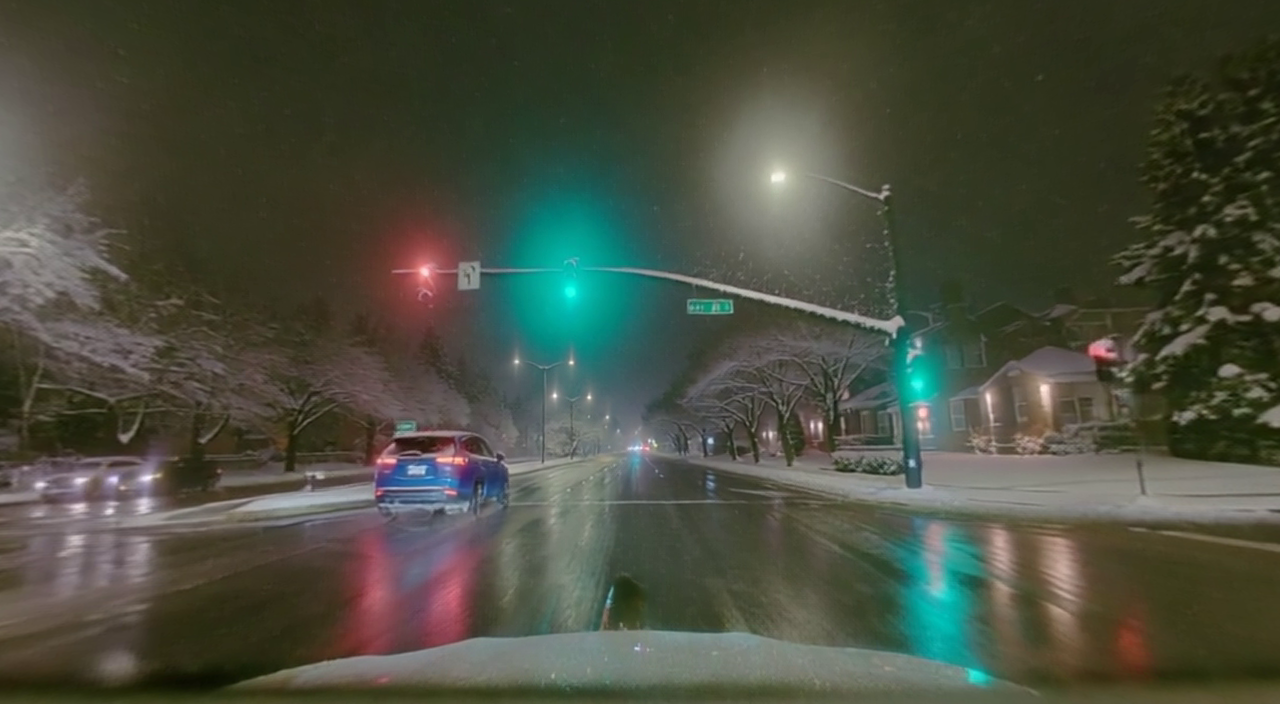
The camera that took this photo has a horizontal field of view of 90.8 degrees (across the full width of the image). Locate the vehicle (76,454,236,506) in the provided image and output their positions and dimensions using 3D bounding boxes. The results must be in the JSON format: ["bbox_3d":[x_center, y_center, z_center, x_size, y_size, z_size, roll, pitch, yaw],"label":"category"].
[{"bbox_3d":[-16.606,4.386,22.071,1.941,1.495,4.713,0,-8,-1],"label":"vehicle"}]

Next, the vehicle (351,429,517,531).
[{"bbox_3d":[-3.993,2.531,13.153,1.993,1.733,4.262,0,-8,0],"label":"vehicle"}]
